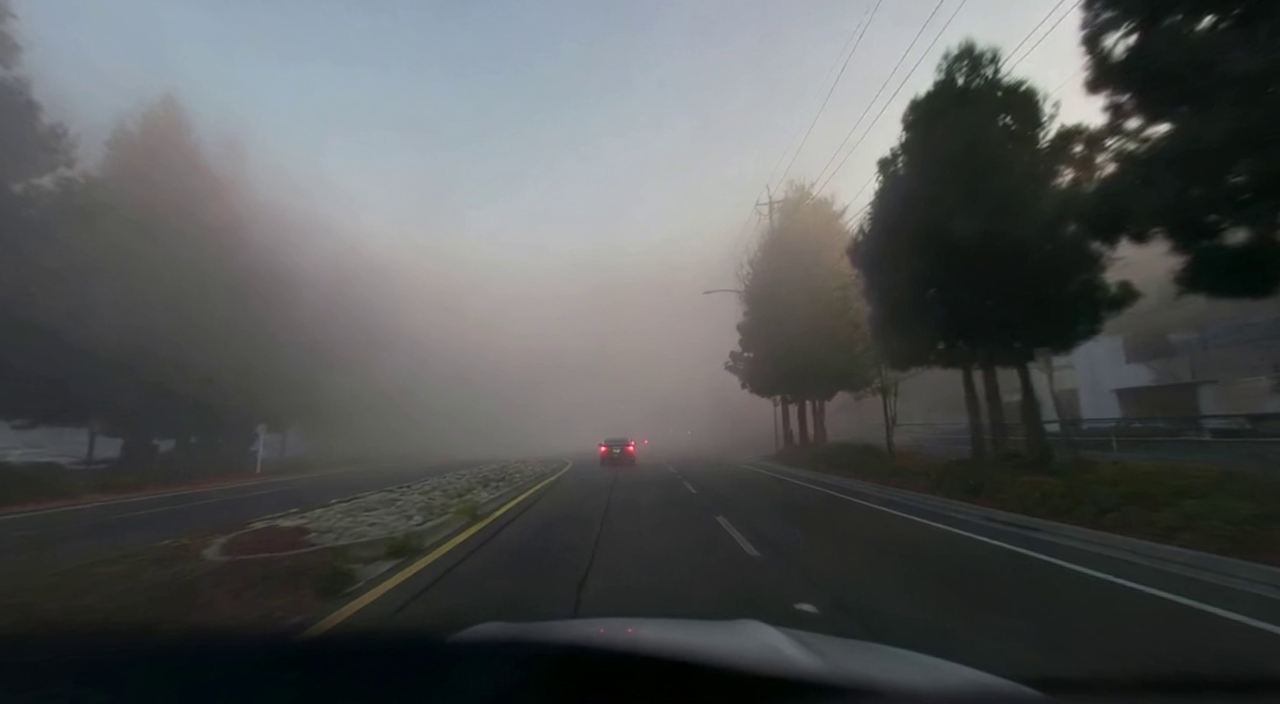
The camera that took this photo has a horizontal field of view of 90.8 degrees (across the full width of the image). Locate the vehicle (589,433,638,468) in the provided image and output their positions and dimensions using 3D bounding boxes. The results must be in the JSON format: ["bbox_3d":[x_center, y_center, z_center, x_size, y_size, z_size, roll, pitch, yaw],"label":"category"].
[{"bbox_3d":[-1.147,4.421,28.468,2.075,1.470,3.962,0,-8,-1],"label":"vehicle"}]
